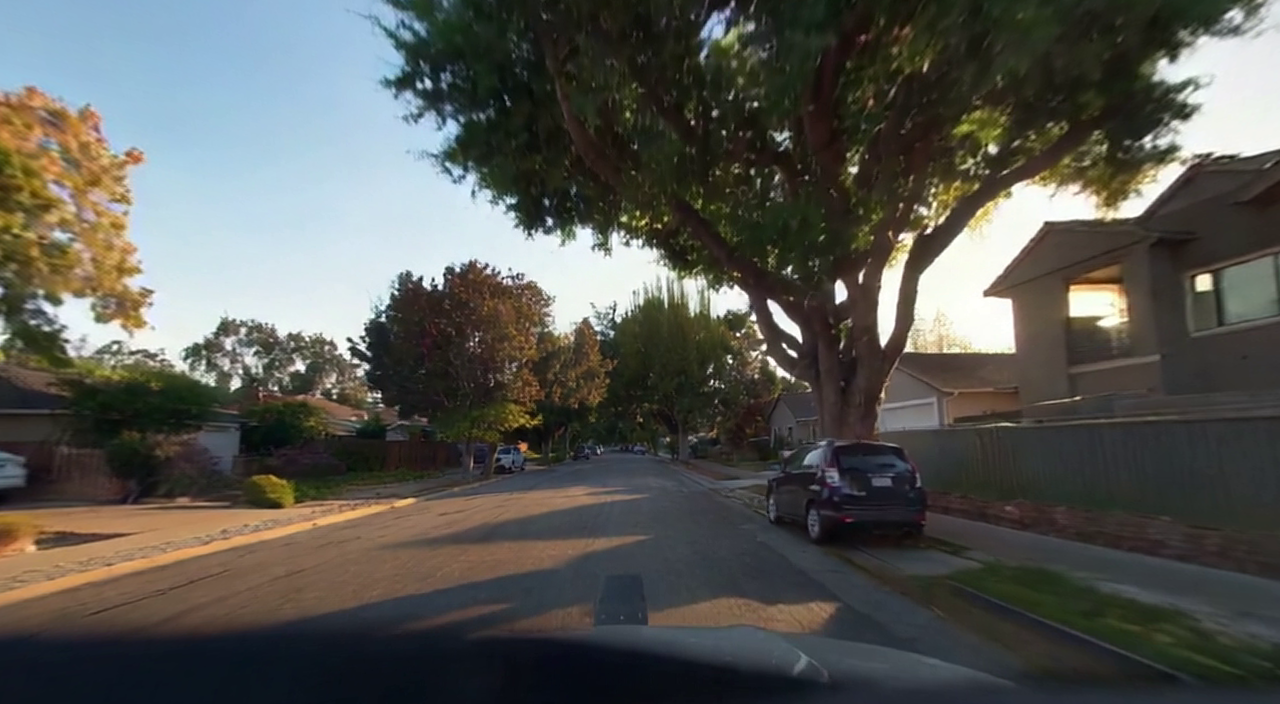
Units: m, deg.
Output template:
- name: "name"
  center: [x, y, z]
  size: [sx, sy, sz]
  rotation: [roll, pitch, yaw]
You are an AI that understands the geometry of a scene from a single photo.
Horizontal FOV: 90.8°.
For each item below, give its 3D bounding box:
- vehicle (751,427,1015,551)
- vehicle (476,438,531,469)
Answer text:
- name: "vehicle"
  center: [3.529, 2.130, 10.631]
  size: [2.291, 1.546, 5.204]
  rotation: [0, -9, -1]
- name: "vehicle"
  center: [-8.595, 6.507, 40.288]
  size: [2.352, 1.843, 4.979]
  rotation: [0, -10, 0]
